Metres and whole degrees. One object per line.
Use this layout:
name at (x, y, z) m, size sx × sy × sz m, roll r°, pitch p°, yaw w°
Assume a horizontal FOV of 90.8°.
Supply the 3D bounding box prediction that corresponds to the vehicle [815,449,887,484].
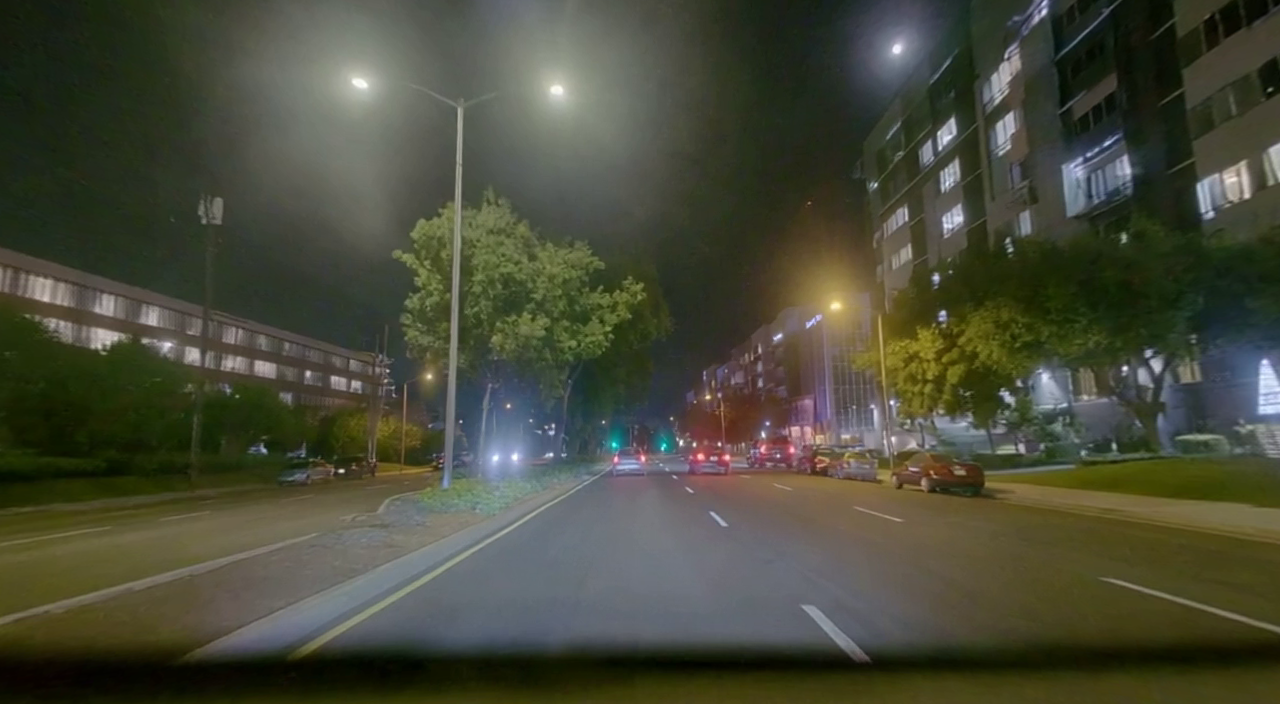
vehicle at (10.132, 5.524, 30.801) m, size 1.898 × 1.502 × 4.788 m, roll 0°, pitch -9°, yaw 0°

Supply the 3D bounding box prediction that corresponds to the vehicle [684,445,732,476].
vehicle at (3.493, 5.674, 33.286) m, size 1.993 × 1.477 × 4.240 m, roll 0°, pitch -9°, yaw -1°

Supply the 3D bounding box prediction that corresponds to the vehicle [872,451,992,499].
vehicle at (10.071, 4.248, 22.251) m, size 1.944 × 1.454 × 4.647 m, roll 0°, pitch -9°, yaw -1°

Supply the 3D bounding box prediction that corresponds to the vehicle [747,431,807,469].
vehicle at (10.409, 7.569, 48.831) m, size 3.082 × 2.655 × 7.381 m, roll 0°, pitch -9°, yaw 0°

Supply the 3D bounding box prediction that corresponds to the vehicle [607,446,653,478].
vehicle at (-0.466, 5.365, 31.114) m, size 2.101 × 1.444 × 4.248 m, roll 0°, pitch -9°, yaw 0°

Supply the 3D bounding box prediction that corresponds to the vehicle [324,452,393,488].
vehicle at (-19.289, 8.073, 43.614) m, size 2.240 × 2.112 × 5.268 m, roll 1°, pitch -8°, yaw 0°

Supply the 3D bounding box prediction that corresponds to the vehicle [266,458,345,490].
vehicle at (-19.156, 6.965, 36.449) m, size 2.180 × 1.608 × 4.443 m, roll 0°, pitch -9°, yaw -1°
